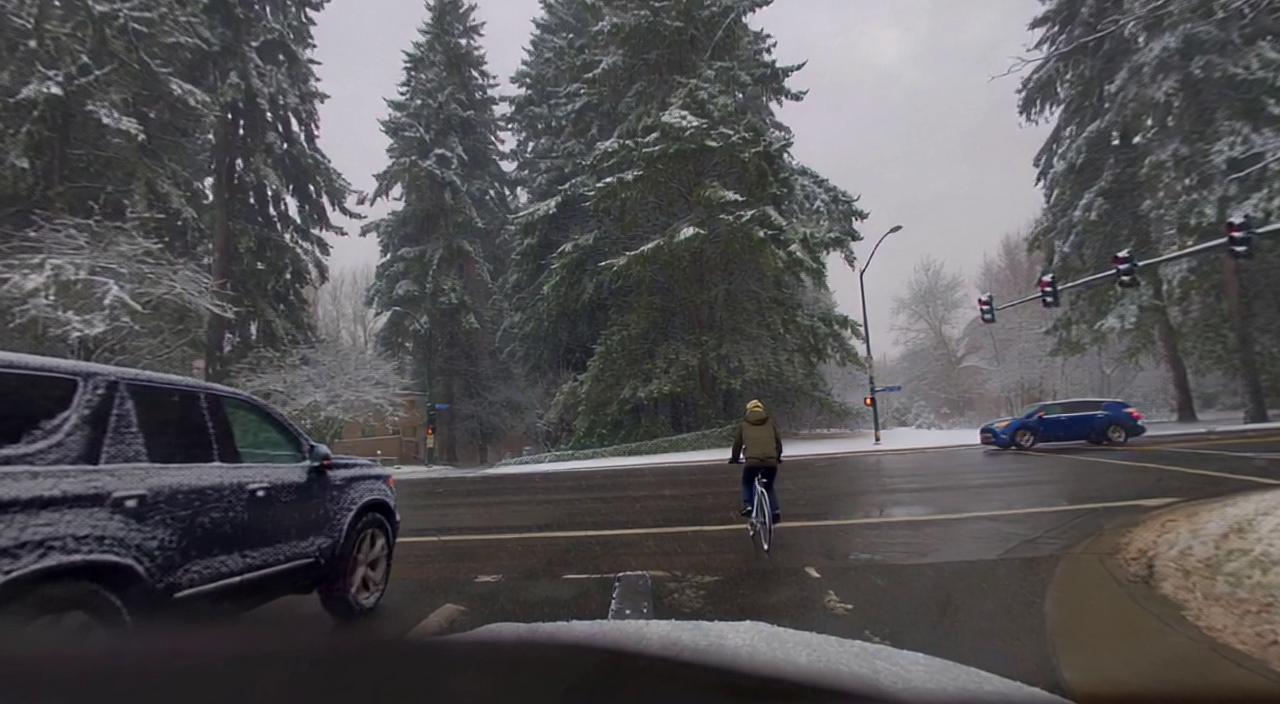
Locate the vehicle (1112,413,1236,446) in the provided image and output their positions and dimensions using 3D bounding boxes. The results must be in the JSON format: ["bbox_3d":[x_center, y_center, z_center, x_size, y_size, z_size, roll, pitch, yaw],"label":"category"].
[{"bbox_3d":[25.740,3.778,30.415,4.716,1.507,1.904,2,-9,-11],"label":"vehicle"}]

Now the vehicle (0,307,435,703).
[{"bbox_3d":[-2.960,0.990,3.533,2.049,1.756,4.602,0,-8,0],"label":"vehicle"}]

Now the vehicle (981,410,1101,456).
[{"bbox_3d":[18.576,3.788,29.309,4.237,1.948,1.997,0,-9,-9],"label":"vehicle"}]
